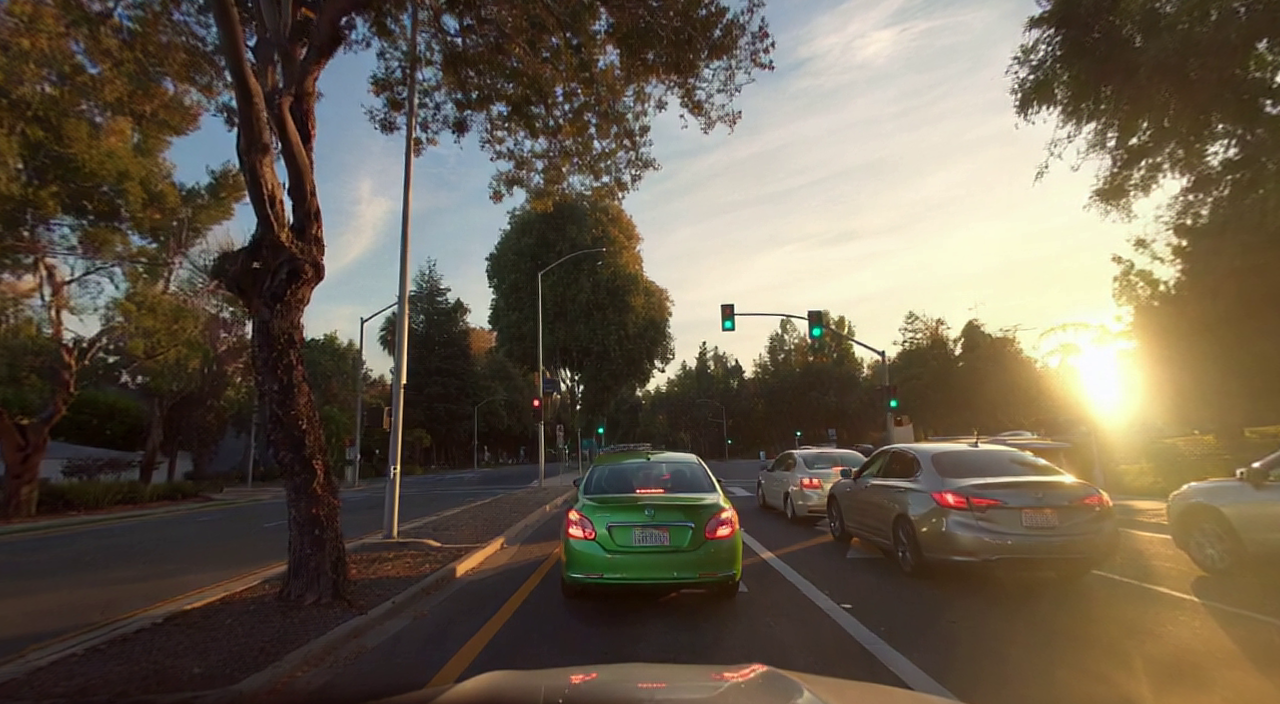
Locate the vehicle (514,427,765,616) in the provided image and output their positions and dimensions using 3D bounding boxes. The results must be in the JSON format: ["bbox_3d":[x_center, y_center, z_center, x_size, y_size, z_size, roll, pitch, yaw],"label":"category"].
[{"bbox_3d":[0.014,1.682,7.099,2.015,1.502,3.898,0,-9,1],"label":"vehicle"}]

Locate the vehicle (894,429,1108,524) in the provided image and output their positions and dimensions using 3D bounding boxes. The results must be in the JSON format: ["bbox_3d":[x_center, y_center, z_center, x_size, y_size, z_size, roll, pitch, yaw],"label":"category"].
[{"bbox_3d":[7.027,2.459,12.903,1.923,1.611,4.094,0,-9,0],"label":"vehicle"}]

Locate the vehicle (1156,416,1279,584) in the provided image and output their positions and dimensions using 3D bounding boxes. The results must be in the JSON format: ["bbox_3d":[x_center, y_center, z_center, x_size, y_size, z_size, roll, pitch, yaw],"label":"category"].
[{"bbox_3d":[6.940,1.336,5.579,1.783,1.572,3.421,0,-9,1],"label":"vehicle"}]

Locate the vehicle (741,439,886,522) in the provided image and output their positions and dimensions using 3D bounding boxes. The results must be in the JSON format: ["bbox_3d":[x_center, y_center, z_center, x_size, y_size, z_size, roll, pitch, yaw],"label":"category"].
[{"bbox_3d":[3.541,2.714,13.816,1.934,1.494,4.446,0,-9,0],"label":"vehicle"}]
